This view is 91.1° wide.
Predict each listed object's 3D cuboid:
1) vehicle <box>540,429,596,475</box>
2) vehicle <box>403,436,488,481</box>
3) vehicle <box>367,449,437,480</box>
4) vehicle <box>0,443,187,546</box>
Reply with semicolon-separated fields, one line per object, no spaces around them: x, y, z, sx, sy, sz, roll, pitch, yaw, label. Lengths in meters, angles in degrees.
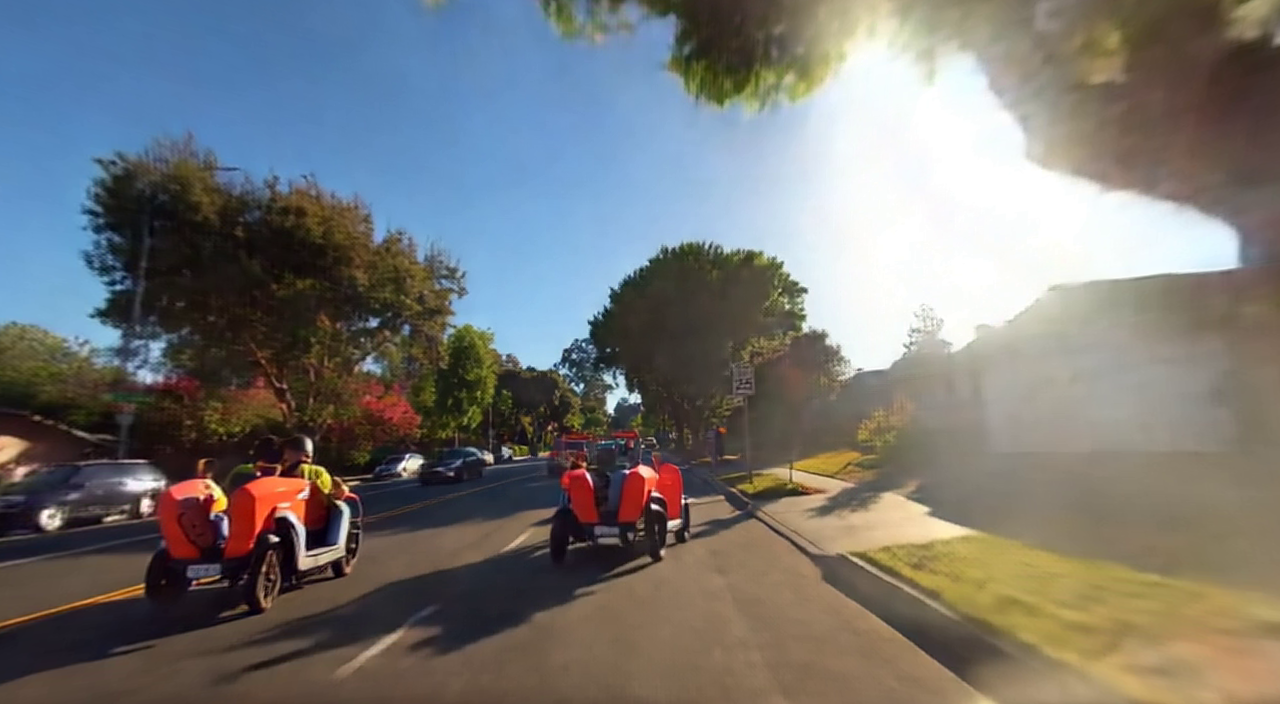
-3.025;4.318;27.243;1.908;1.809;4.230;0;-8;1;vehicle
-8.606;4.752;28.361;2.060;1.785;5.303;-2;-8;1;vehicle
-12.205;5.800;32.574;1.887;1.469;4.691;0;-9;-1;vehicle
-12.383;2.870;13.446;1.928;1.800;4.632;0;-8;-1;vehicle
